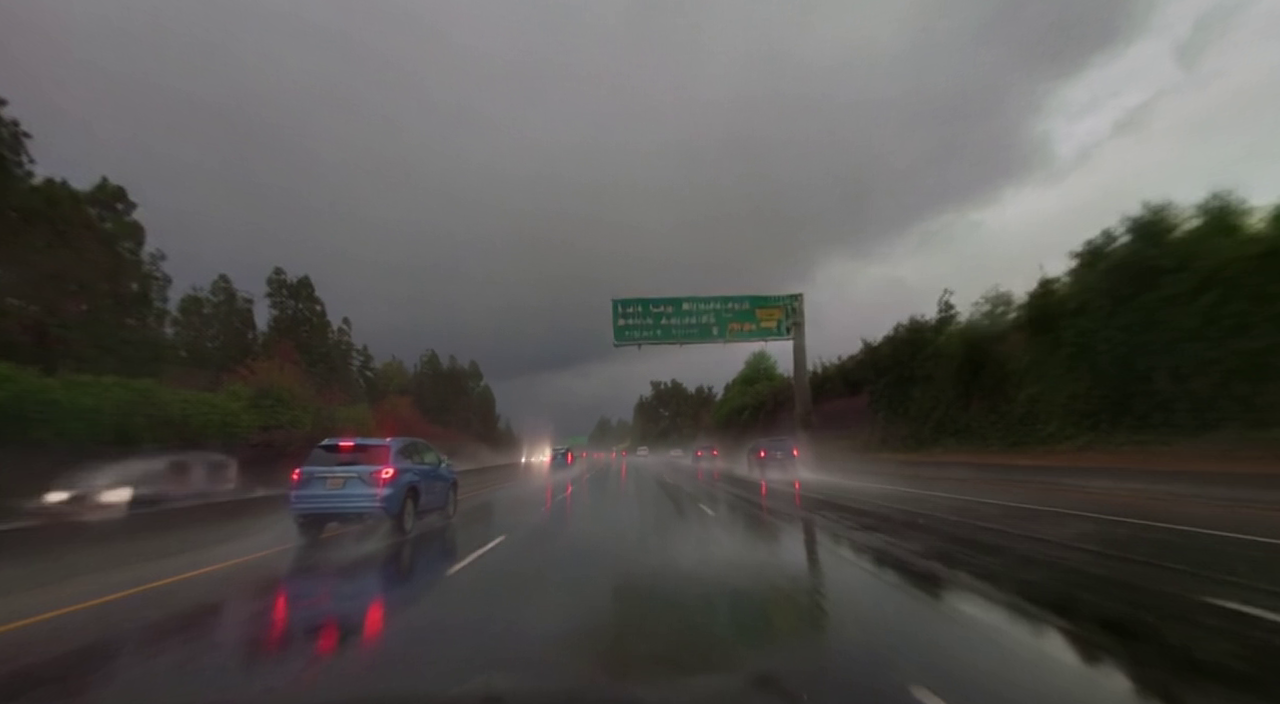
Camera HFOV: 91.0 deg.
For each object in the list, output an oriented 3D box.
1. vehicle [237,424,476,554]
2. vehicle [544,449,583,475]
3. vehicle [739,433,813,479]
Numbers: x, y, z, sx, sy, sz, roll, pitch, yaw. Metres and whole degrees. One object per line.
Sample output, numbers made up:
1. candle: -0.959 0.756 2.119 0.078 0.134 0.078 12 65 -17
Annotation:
1. vehicle: -4.420 2.190 10.759 2.079 1.745 4.281 0 -9 -1
2. vehicle: -4.623 6.715 38.657 2.009 1.488 4.289 0 -9 -2
3. vehicle: 6.612 5.124 31.231 2.378 2.096 5.119 0 -9 -2
